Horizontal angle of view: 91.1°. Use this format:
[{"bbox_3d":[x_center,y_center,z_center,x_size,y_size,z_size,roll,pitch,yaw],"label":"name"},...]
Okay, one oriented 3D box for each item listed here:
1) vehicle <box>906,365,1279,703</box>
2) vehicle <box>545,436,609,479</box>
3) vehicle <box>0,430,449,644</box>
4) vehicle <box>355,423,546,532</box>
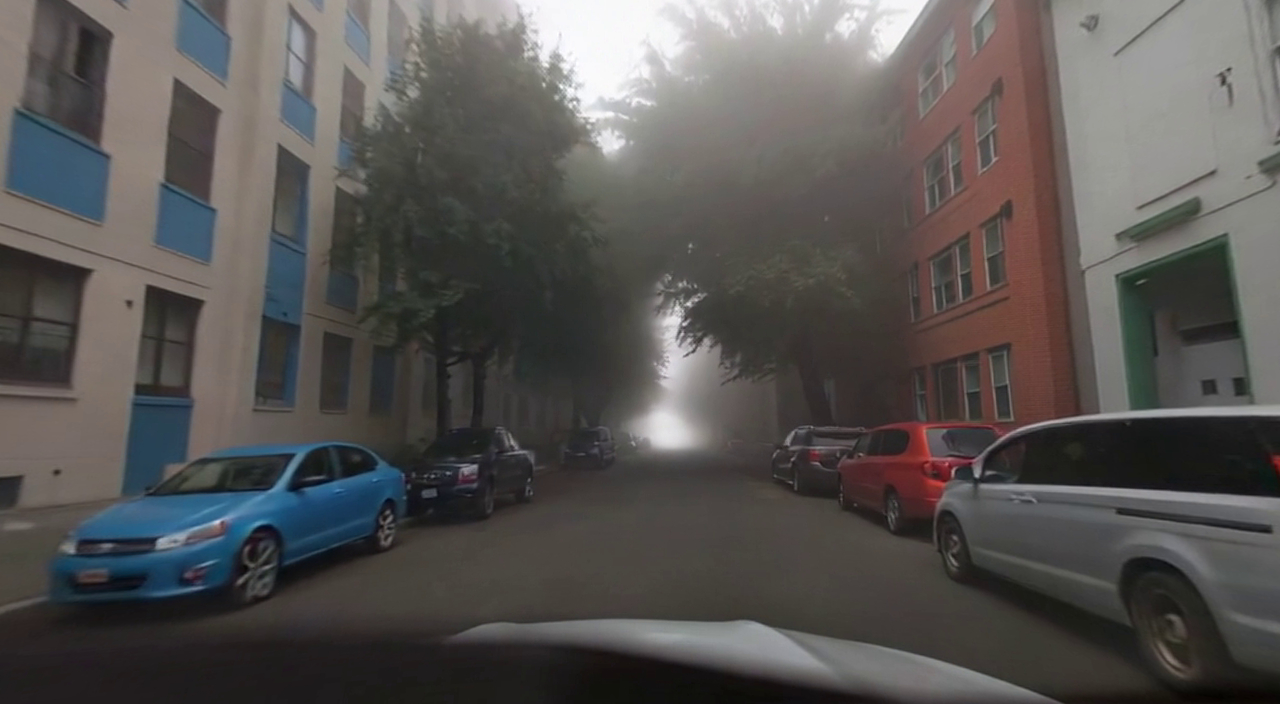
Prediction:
[{"bbox_3d":[3.489,1.081,4.008,1.883,1.615,4.234,-1,-8,3],"label":"vehicle"},{"bbox_3d":[-2.328,3.992,24.132,1.840,1.493,3.761,-1,-8,4],"label":"vehicle"},{"bbox_3d":[-3.703,1.560,6.506,1.830,1.427,4.294,-1,-8,4],"label":"vehicle"},{"bbox_3d":[-3.197,2.201,11.710,1.942,1.629,4.302,-1,-8,4],"label":"vehicle"}]
